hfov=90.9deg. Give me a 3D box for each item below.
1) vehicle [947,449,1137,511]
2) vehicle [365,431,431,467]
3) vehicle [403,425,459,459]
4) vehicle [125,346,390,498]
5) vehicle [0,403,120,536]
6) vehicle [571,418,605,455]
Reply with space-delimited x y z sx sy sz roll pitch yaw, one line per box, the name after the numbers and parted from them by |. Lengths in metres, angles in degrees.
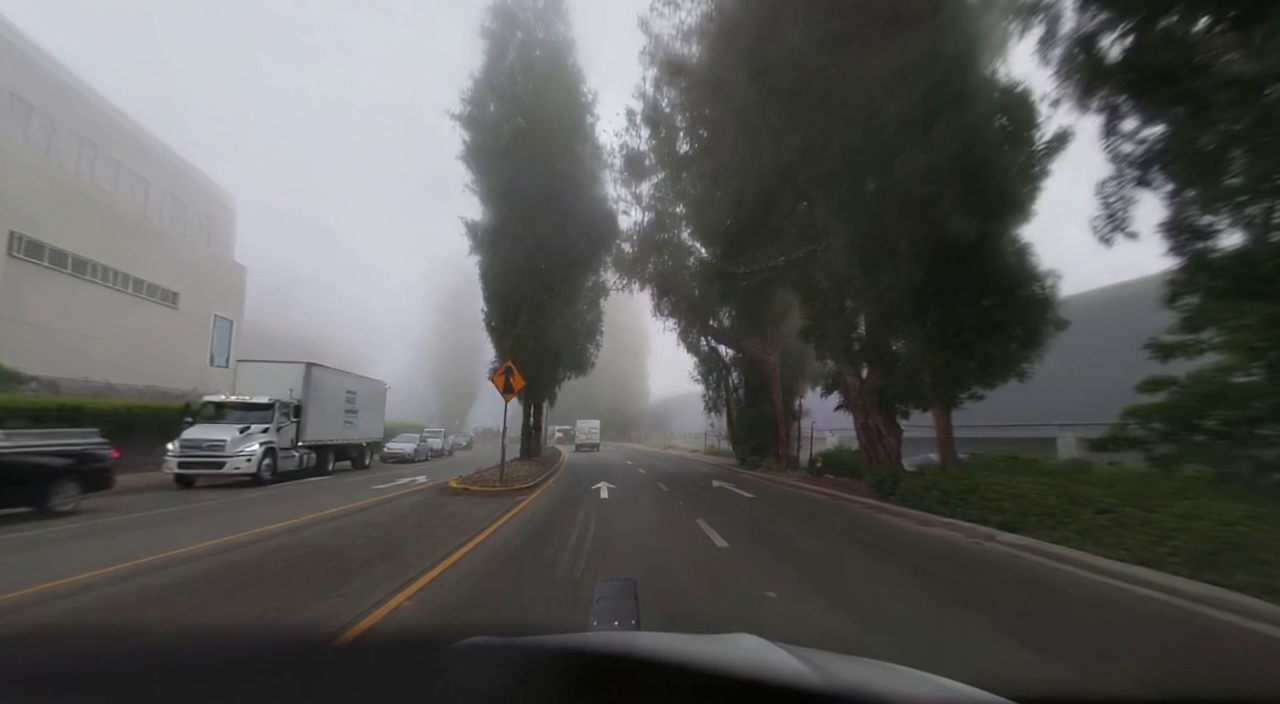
11.961 3.814 19.012 4.495 1.476 1.773 2 -8 5 | vehicle
-11.785 4.748 30.991 1.926 1.610 4.079 1 -8 -5 | vehicle
-12.681 5.504 38.624 2.198 1.916 5.296 1 -8 -7 | vehicle
-10.900 2.295 19.725 3.012 3.547 9.604 1 -8 -5 | vehicle
-9.874 1.540 8.105 2.257 1.797 4.887 0 -8 -1 | vehicle
-4.160 6.706 49.957 2.276 2.706 5.232 1 -8 -8 | vehicle
